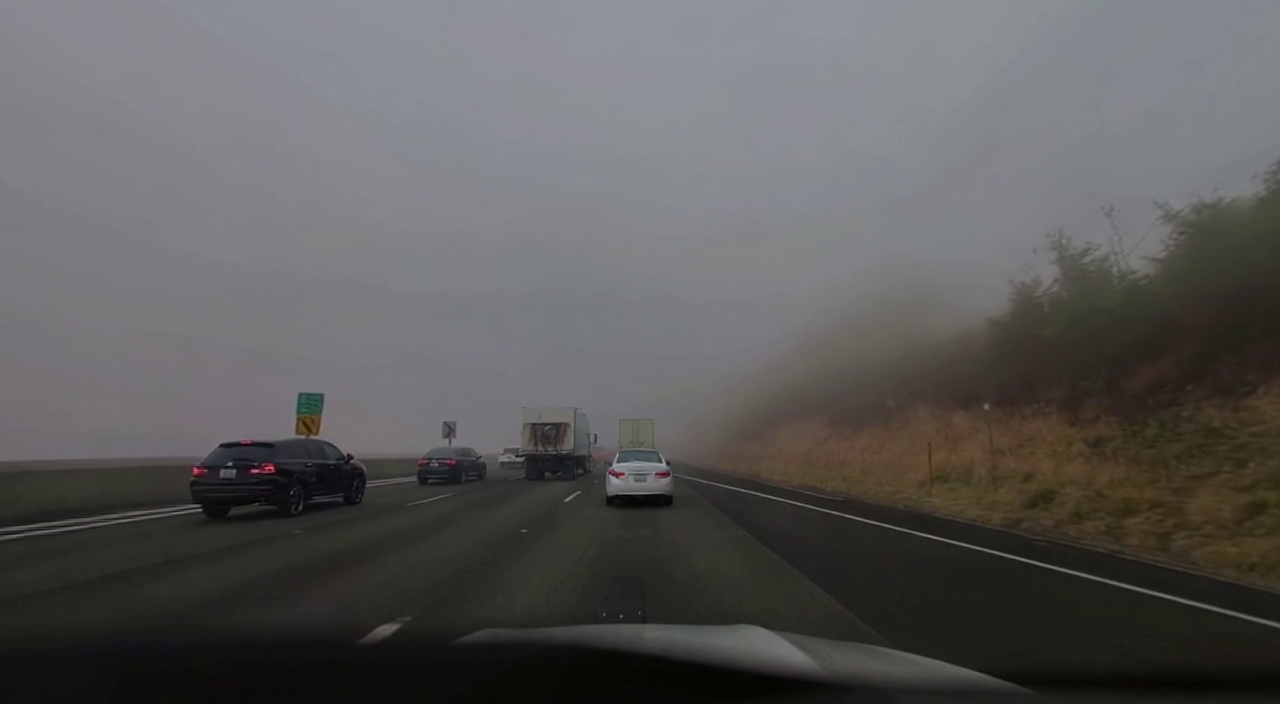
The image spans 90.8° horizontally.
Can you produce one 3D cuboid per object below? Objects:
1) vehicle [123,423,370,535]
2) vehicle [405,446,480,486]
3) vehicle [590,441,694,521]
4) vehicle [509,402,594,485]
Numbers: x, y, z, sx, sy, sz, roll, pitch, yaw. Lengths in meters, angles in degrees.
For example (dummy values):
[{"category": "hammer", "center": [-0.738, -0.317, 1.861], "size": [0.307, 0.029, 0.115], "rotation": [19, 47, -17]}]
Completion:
[{"category": "vehicle", "center": [-7.195, 2.355, 12.244], "size": [1.952, 1.746, 4.332], "rotation": [0, -9, 0]}, {"category": "vehicle", "center": [-8.118, 4.695, 26.320], "size": [1.880, 1.512, 3.758], "rotation": [-1, -9, 1]}, {"category": "vehicle", "center": [0.013, 2.741, 13.835], "size": [1.995, 1.495, 3.380], "rotation": [0, -9, -1]}, {"category": "vehicle", "center": [-3.851, 4.274, 29.363], "size": [2.812, 3.342, 7.248], "rotation": [-1, -9, 1]}]
